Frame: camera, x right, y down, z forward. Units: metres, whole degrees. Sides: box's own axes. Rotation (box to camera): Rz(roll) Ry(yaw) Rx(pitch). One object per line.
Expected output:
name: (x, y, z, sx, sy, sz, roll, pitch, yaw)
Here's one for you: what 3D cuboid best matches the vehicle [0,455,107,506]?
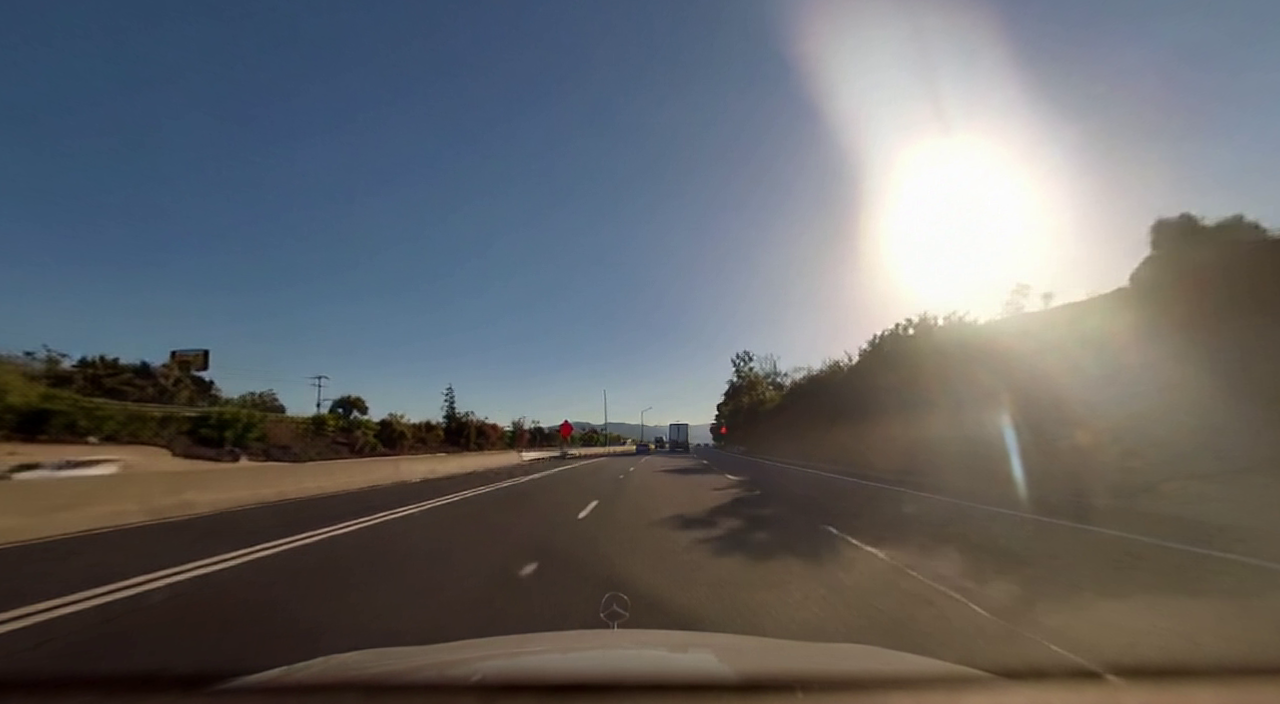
vehicle: (-21.853, 4.490, 22.271, 1.916, 1.564, 4.494, -1, -8, 2)
